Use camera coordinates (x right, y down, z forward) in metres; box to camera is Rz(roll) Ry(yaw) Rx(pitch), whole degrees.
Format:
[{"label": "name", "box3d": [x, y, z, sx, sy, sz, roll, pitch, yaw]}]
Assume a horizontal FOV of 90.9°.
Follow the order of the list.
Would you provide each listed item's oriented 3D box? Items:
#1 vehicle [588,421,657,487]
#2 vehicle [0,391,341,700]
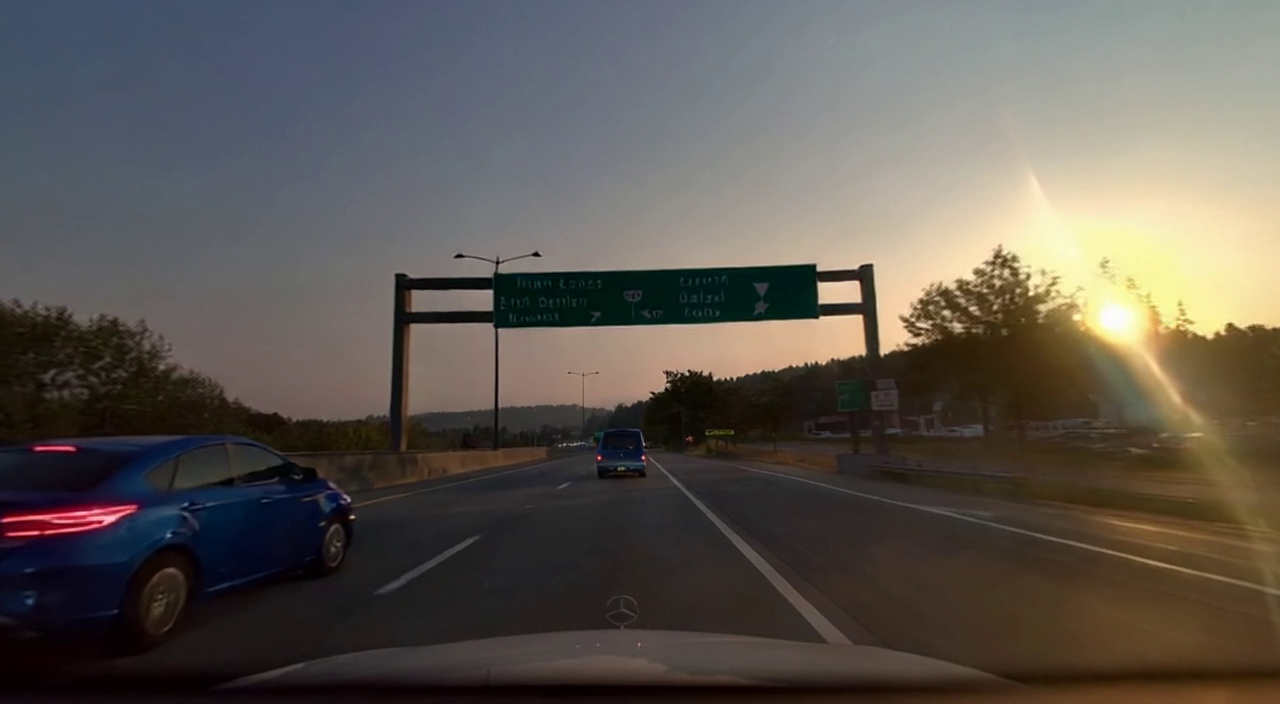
[{"label": "vehicle", "box3d": [-0.584, 3.701, 23.065, 2.248, 2.154, 4.892, 0, -9, 0]}, {"label": "vehicle", "box3d": [-4.596, 1.306, 5.118, 2.198, 1.666, 4.311, 0, -9, 0]}]
